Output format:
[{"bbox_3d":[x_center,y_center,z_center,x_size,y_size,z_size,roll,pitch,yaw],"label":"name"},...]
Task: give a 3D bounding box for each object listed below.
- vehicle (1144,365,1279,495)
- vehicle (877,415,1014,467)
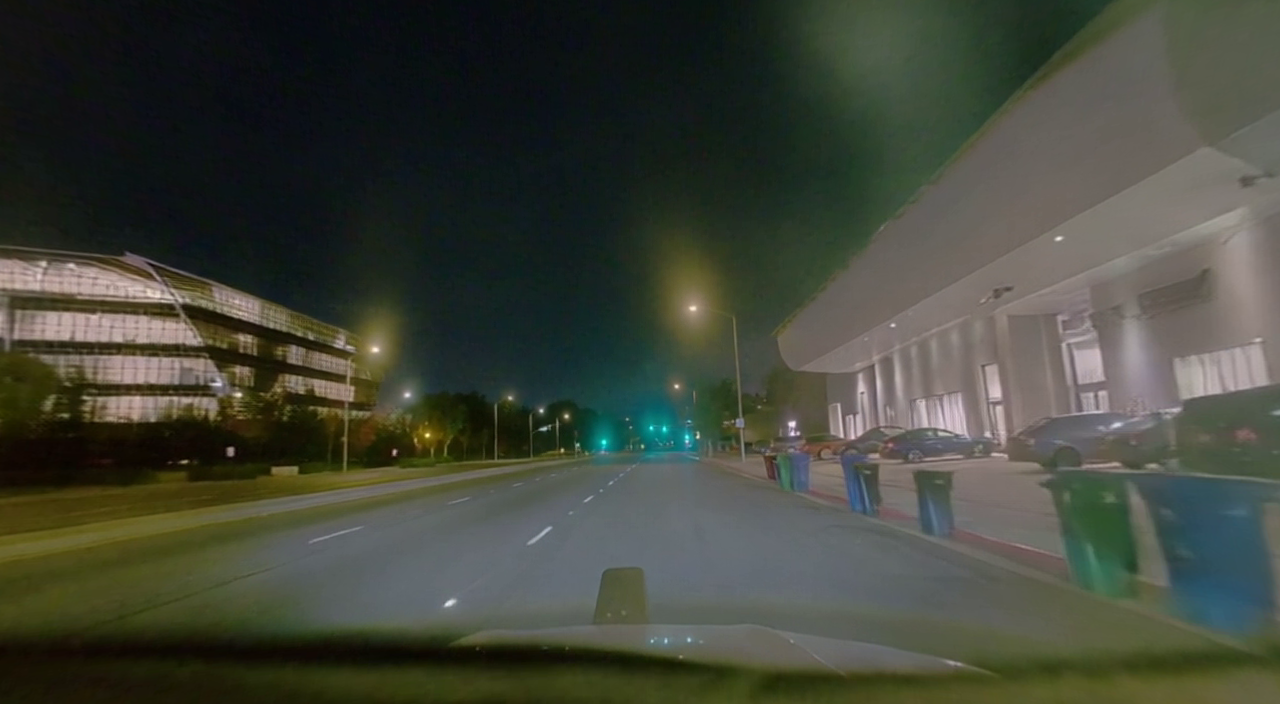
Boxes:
[{"bbox_3d":[12.248,1.055,10.732,5.136,1.945,2.153,-8,-9,3],"label":"vehicle"},{"bbox_3d":[12.414,3.672,25.861,4.478,1.578,1.944,-6,-9,2],"label":"vehicle"}]
